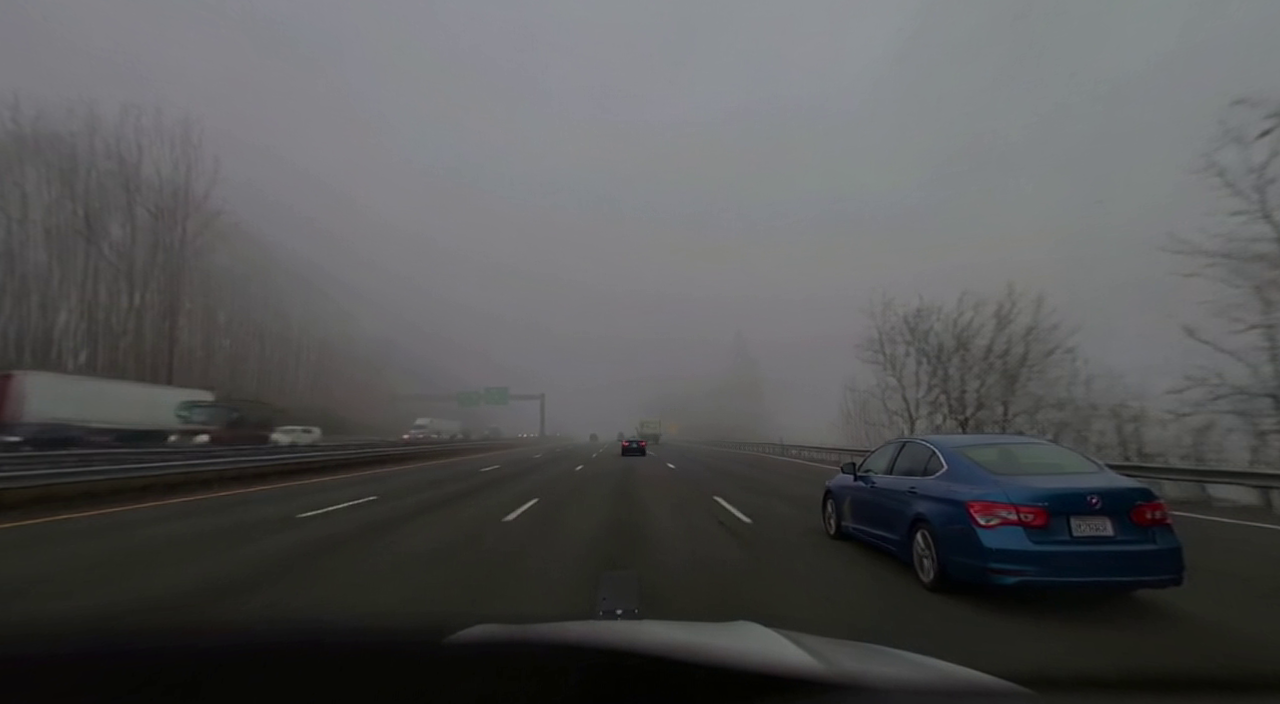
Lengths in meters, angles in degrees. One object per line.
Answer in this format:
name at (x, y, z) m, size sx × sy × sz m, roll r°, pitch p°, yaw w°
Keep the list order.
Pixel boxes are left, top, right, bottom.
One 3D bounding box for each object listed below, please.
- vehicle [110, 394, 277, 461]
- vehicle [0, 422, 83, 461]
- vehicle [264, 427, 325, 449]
vehicle at (-18.154, 3.176, 26.134) m, size 2.587 × 2.428 × 5.938 m, roll 0°, pitch -8°, yaw -1°
vehicle at (-25.678, 3.667, 25.730) m, size 1.915 × 1.502 × 4.189 m, roll 0°, pitch -8°, yaw -1°
vehicle at (-26.134, 6.532, 47.728) m, size 1.877 × 1.575 × 4.943 m, roll 0°, pitch -8°, yaw -1°
